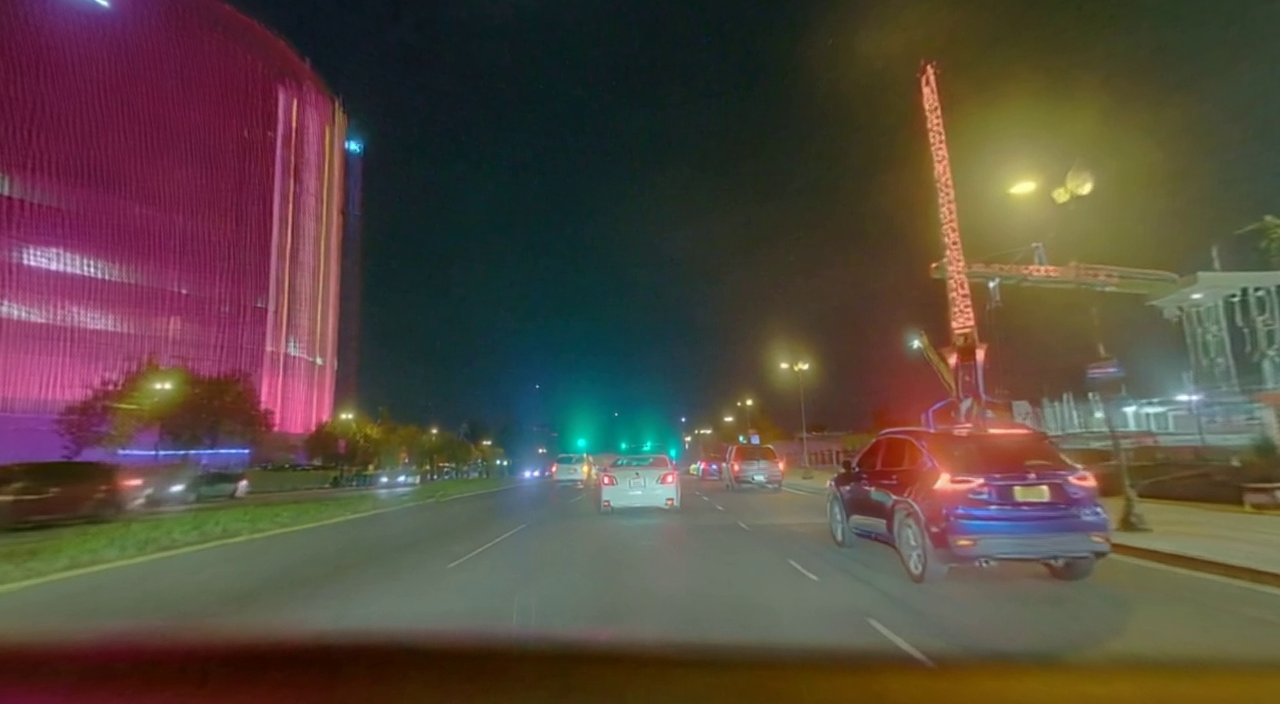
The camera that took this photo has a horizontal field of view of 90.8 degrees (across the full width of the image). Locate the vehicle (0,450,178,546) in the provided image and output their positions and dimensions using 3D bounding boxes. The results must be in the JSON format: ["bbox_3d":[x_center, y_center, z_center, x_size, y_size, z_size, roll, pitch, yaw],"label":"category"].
[{"bbox_3d":[-12.896,3.018,13.662,2.202,1.714,4.509,-1,-8,3],"label":"vehicle"}]

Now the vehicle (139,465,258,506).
[{"bbox_3d":[-19.359,5.827,27.967,1.851,1.488,4.554,-1,-8,2],"label":"vehicle"}]

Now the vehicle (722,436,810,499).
[{"bbox_3d":[4.181,3.916,21.893,2.124,1.896,4.914,0,-8,1],"label":"vehicle"}]

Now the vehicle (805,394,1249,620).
[{"bbox_3d":[3.754,1.607,7.599,2.185,1.797,4.934,0,-8,0],"label":"vehicle"}]

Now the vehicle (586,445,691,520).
[{"bbox_3d":[0.016,2.987,15.058,2.131,1.496,4.193,0,-8,1],"label":"vehicle"}]

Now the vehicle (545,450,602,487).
[{"bbox_3d":[-3.237,5.743,31.500,2.201,1.691,4.305,-1,-8,2],"label":"vehicle"}]

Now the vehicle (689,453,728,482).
[{"bbox_3d":[4.313,7.316,40.175,2.115,1.636,4.104,0,-8,2],"label":"vehicle"}]

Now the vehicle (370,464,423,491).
[{"bbox_3d":[-18.297,9.436,47.727,2.021,1.740,4.444,-1,-8,3],"label":"vehicle"}]
